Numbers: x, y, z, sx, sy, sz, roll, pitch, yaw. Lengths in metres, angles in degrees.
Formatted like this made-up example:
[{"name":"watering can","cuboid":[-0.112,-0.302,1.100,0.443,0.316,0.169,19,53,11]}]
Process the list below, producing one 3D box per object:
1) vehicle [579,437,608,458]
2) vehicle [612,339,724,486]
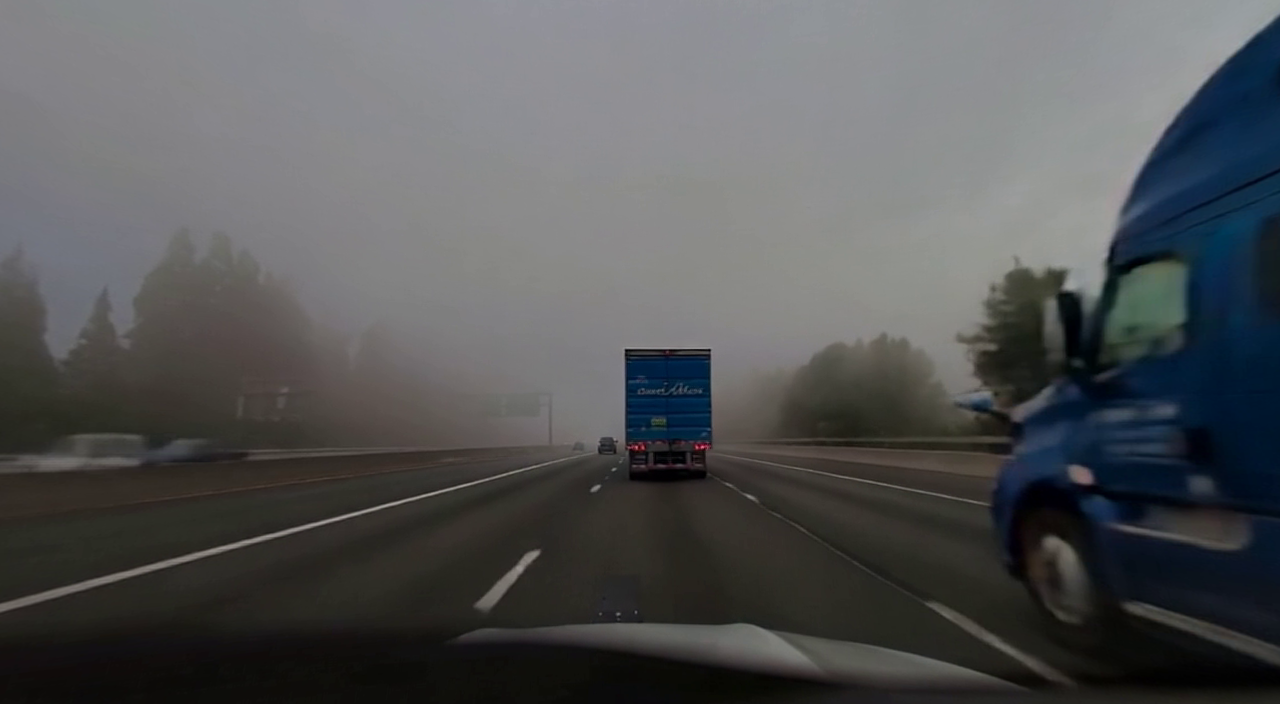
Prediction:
[{"name":"vehicle","cuboid":[-3.524,7.178,47.478,2.075,1.509,3.835,0,-8,-4]},{"name":"vehicle","cuboid":[0.729,2.232,21.561,2.920,3.860,10.035,0,-8,0]}]
